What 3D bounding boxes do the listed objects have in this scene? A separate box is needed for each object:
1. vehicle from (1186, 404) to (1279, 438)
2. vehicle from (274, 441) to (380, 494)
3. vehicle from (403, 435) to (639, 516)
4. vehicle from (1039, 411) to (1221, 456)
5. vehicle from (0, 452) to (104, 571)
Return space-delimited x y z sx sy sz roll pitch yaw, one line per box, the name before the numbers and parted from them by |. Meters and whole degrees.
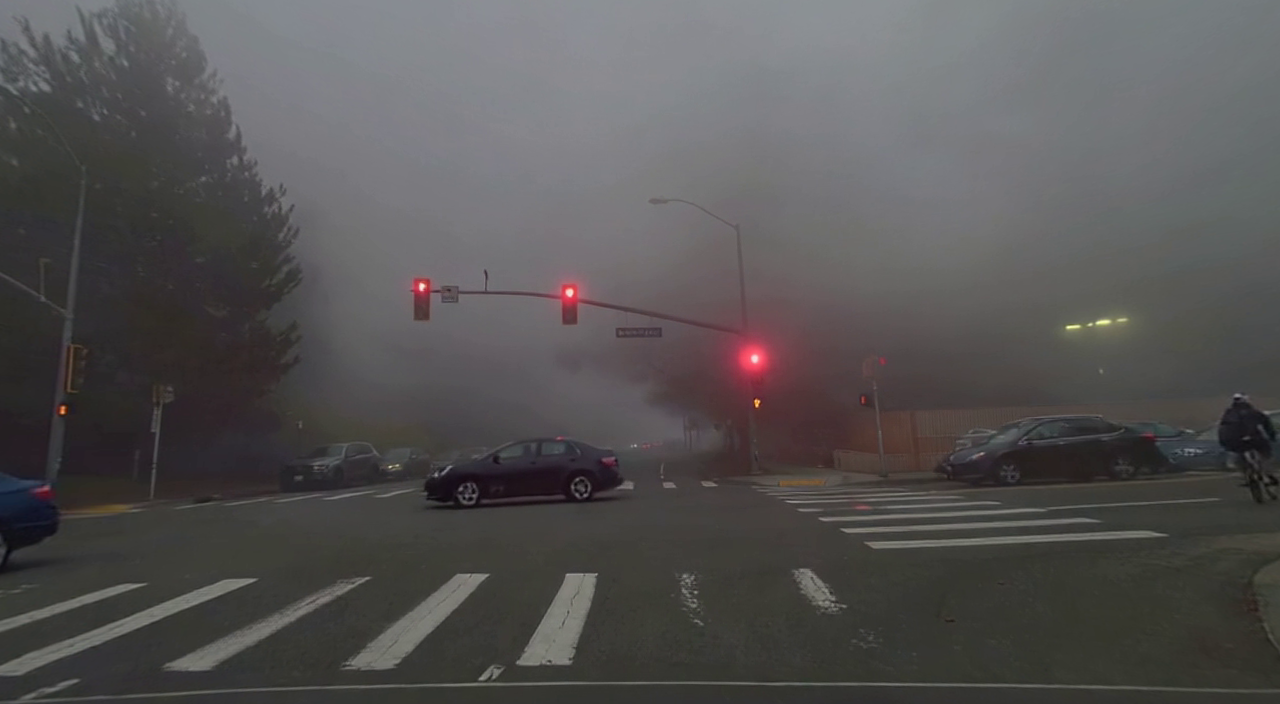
vehicle | 34.902 4.021 36.662 4.326 1.511 1.725 -8 -9 17
vehicle | -13.734 5.063 28.148 2.251 1.957 4.968 -4 -9 -1
vehicle | -2.397 2.426 12.809 4.385 1.419 1.855 3 -9 -18
vehicle | 16.933 2.902 22.118 4.560 1.453 1.851 -3 -9 18
vehicle | -9.078 1.812 6.867 1.755 1.419 4.533 -4 -10 24
